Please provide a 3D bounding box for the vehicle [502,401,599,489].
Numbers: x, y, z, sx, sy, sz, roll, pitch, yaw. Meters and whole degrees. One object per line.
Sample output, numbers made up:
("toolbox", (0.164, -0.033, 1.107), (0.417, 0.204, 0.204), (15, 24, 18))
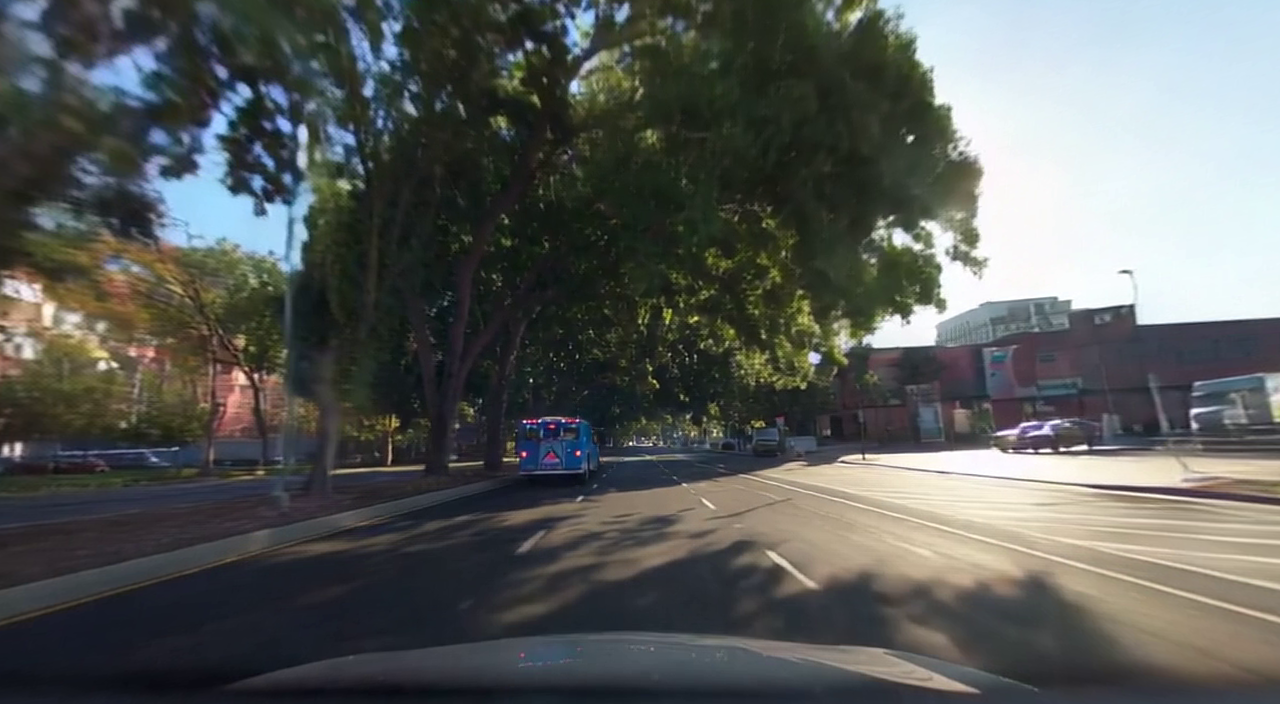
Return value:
("vehicle", (-3.038, 3.420, 23.154), (2.633, 2.787, 5.796), (0, -9, 1))
